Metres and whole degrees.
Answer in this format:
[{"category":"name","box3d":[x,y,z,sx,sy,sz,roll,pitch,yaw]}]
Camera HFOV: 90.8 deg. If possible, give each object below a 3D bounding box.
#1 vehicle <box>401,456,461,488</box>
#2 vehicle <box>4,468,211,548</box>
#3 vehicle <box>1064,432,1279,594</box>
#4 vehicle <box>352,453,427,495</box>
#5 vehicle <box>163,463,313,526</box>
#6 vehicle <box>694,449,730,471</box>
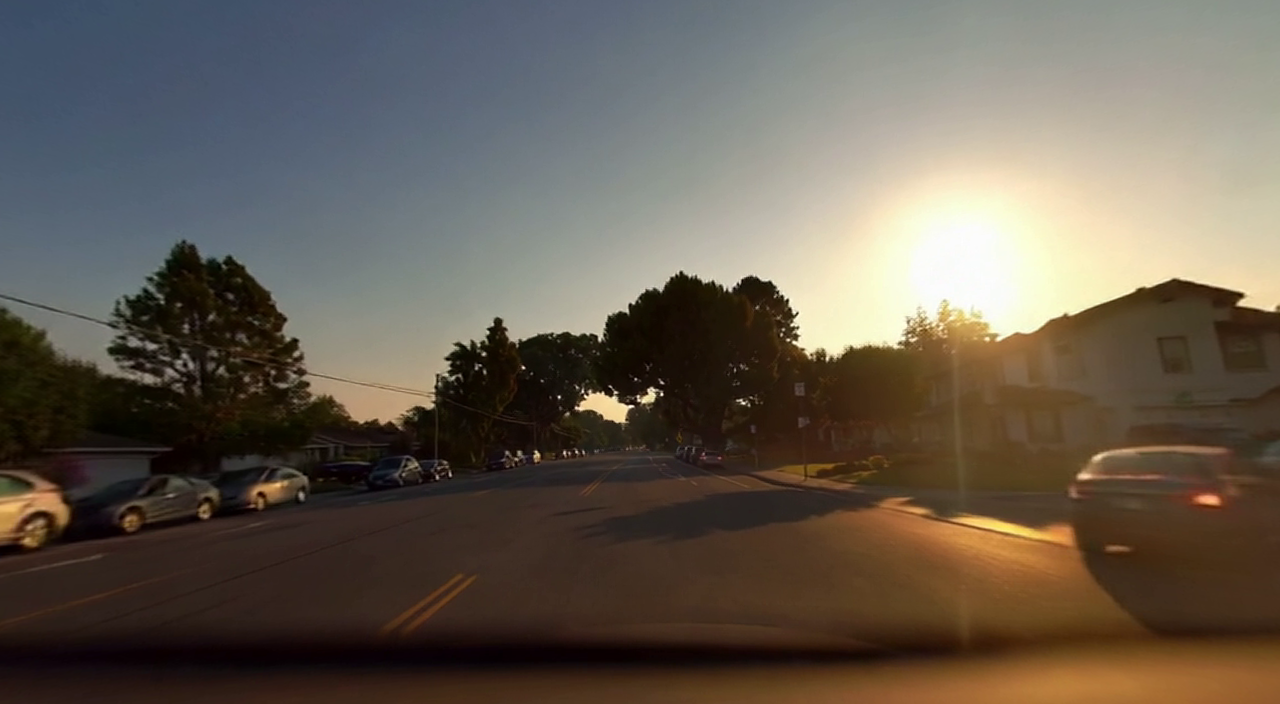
[{"category":"vehicle","box3d":[-12.043,6.896,36.684,1.872,1.472,4.719,-6,-9,-1]},{"category":"vehicle","box3d":[-12.424,3.609,15.135,1.676,1.496,3.804,0,-9,-1]},{"category":"vehicle","box3d":[6.907,1.795,7.916,2.022,1.471,4.432,-7,-11,40]},{"category":"vehicle","box3d":[-12.518,6.077,31.871,1.988,1.741,4.379,-6,-9,-1]},{"category":"vehicle","box3d":[-12.332,4.337,19.803,1.795,1.472,4.601,-5,-9,-1]},{"category":"vehicle","box3d":[5.176,7.794,45.846,1.923,1.454,4.460,0,-9,-2]}]
